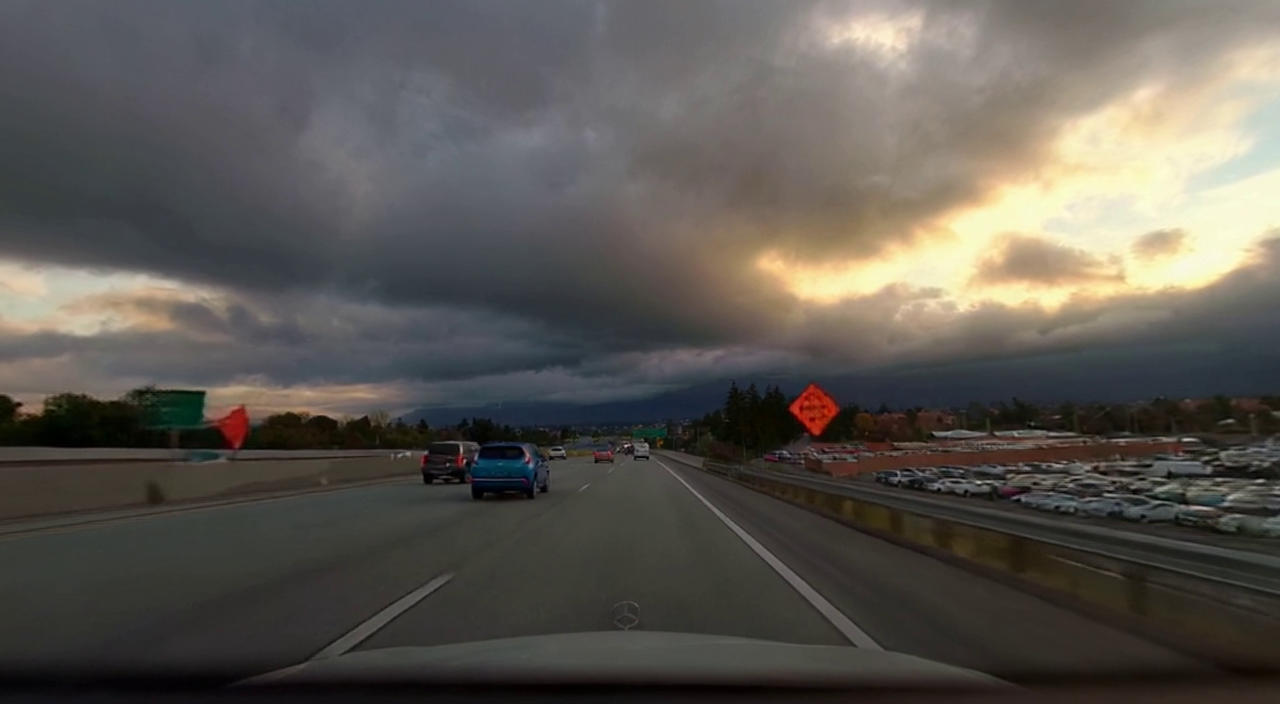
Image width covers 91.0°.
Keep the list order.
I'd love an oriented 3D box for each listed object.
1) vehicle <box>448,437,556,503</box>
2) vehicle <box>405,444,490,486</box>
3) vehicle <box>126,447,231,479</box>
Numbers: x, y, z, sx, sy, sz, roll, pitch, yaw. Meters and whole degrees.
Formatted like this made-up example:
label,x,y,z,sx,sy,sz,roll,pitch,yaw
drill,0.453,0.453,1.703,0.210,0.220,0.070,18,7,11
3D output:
label,x,y,z,sx,sy,sz,roll,pitch,yaw
vehicle,-3.840,3.352,18.338,2.070,1.665,4.213,0,-9,1
vehicle,-7.635,4.502,25.456,1.991,1.538,4.360,0,-9,1
vehicle,-29.250,7.031,40.199,2.215,1.881,5.812,0,-9,1
